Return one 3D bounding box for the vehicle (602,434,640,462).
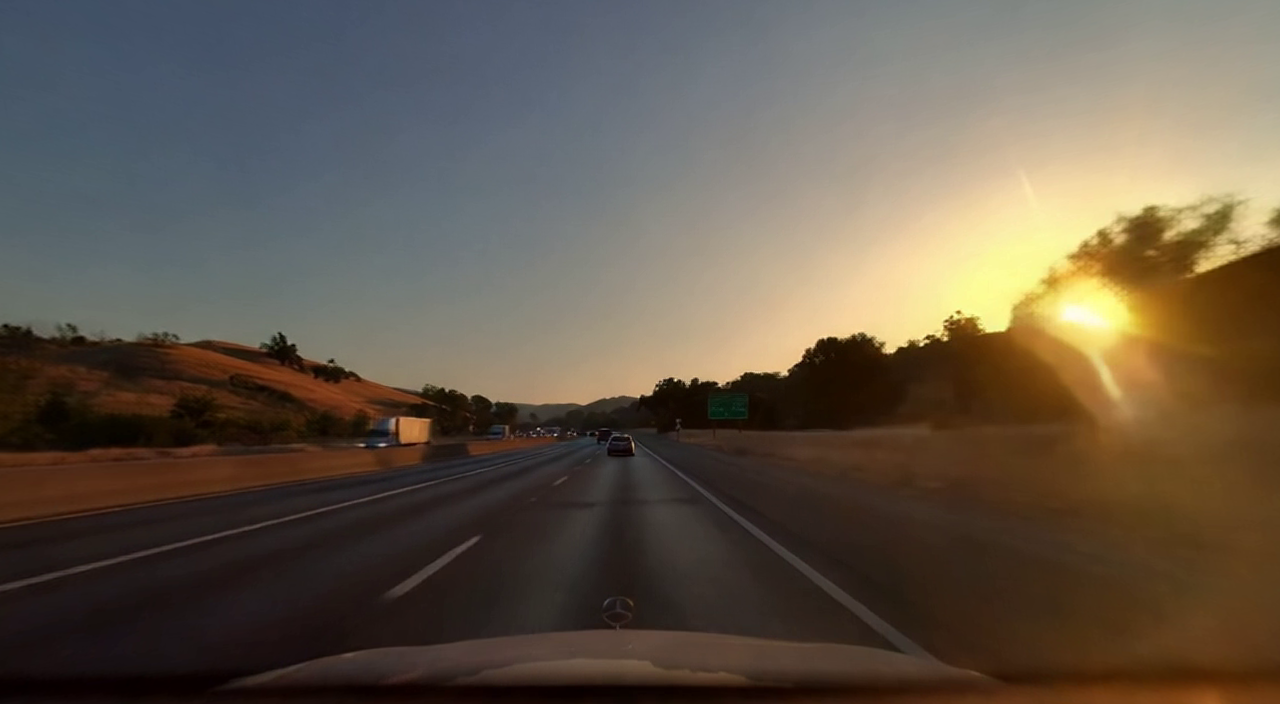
[{"bbox_3d":[-1.048,5.266,34.712,1.948,1.470,3.913,0,-8,-2],"label":"vehicle"}]
